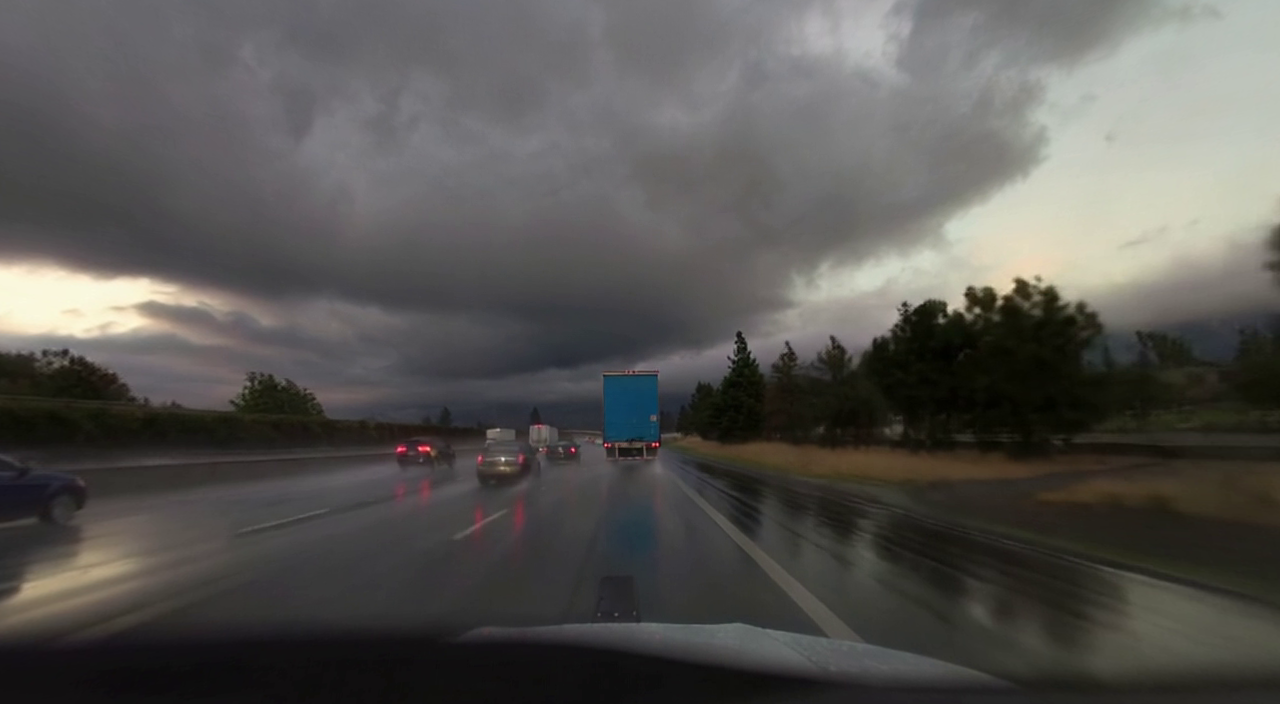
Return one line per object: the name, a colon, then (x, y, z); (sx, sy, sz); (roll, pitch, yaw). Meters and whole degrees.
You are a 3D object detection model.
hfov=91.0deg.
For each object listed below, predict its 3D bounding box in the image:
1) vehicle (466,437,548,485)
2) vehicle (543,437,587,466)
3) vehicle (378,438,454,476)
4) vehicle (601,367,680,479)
vehicle: (-4.835, 4.003, 23.474); (2.164, 1.582, 3.979); (0, -8, 0)
vehicle: (-4.553, 6.089, 38.790); (2.158, 1.680, 4.087); (0, -8, 0)
vehicle: (-10.211, 4.801, 29.039); (1.952, 1.590, 4.090); (0, -8, 1)
vehicle: (-0.222, 3.371, 28.739); (2.913, 4.113, 10.724); (0, -8, -2)
